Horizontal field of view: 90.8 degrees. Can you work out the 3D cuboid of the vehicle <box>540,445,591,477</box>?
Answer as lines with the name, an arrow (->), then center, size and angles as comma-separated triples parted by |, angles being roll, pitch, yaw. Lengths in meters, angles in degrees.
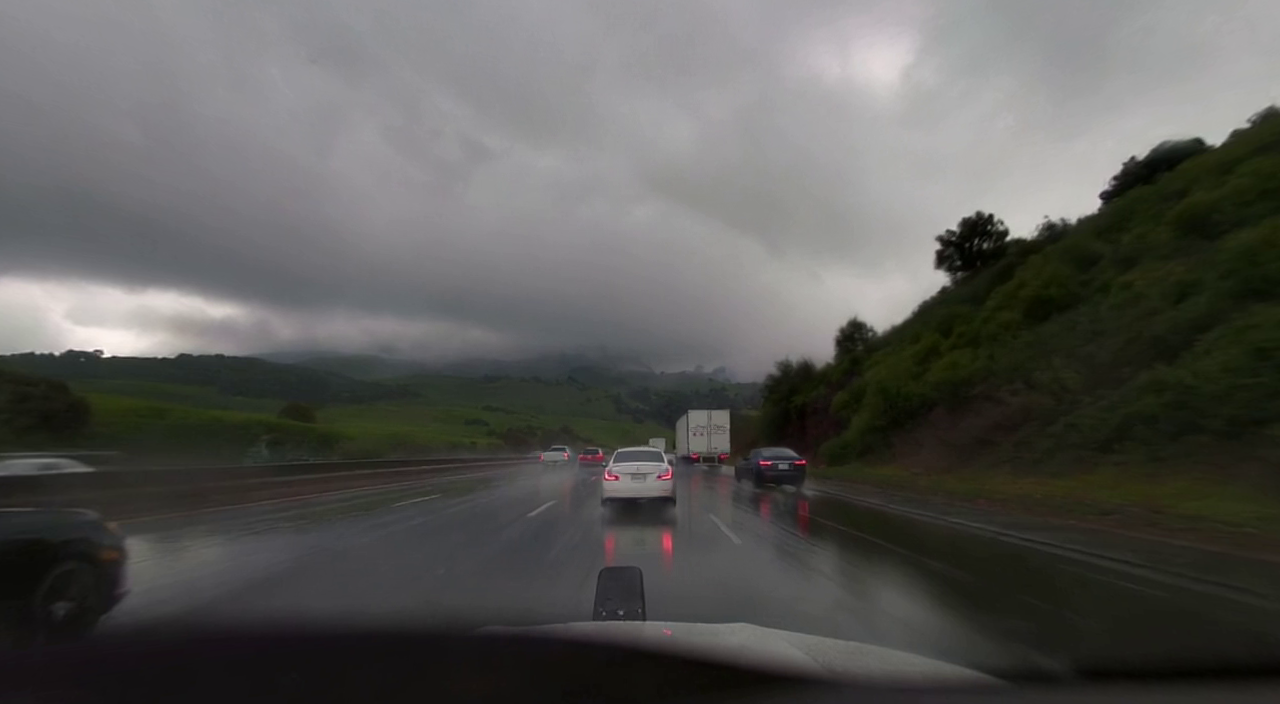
vehicle -> -4.084, 6.057, 35.310 | 2.211, 1.669, 4.224 | -1, -9, 2

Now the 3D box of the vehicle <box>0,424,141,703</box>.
vehicle -> -4.290, 0.966, 2.241 | 1.848, 1.486, 3.832 | 0, -9, 0

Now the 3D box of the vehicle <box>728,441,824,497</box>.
vehicle -> 4.217, 3.717, 20.409 | 2.029, 1.579, 4.484 | 0, -9, -1

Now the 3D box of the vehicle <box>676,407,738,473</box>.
vehicle -> 4.646, 6.778, 47.612 | 3.194, 4.038, 16.301 | 0, -9, 1

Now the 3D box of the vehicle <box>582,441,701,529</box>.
vehicle -> 0.019, 2.581, 12.703 | 2.041, 1.484, 3.535 | 0, -9, 0
